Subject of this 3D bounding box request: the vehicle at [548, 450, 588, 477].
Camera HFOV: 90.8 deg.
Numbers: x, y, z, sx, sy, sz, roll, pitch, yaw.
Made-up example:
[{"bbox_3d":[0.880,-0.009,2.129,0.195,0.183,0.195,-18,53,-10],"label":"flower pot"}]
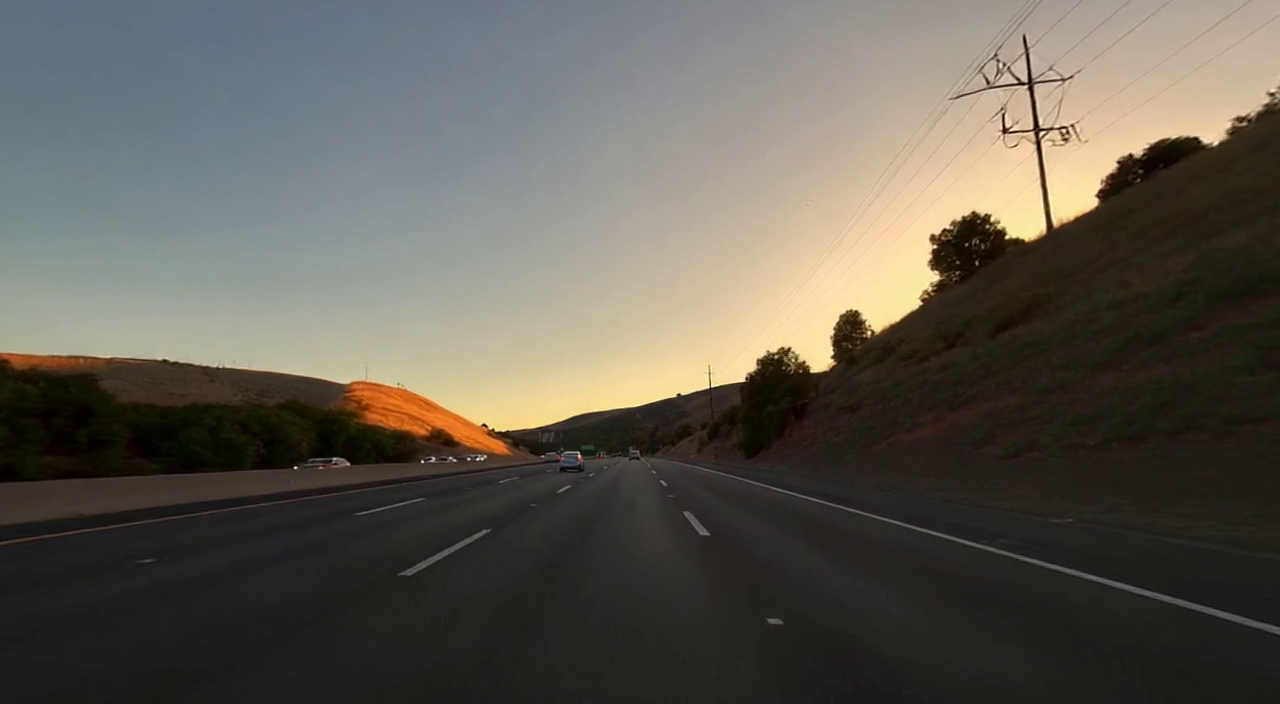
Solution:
[{"bbox_3d":[-4.294,6.679,38.122,1.924,1.511,4.079,0,-9,0],"label":"vehicle"}]
